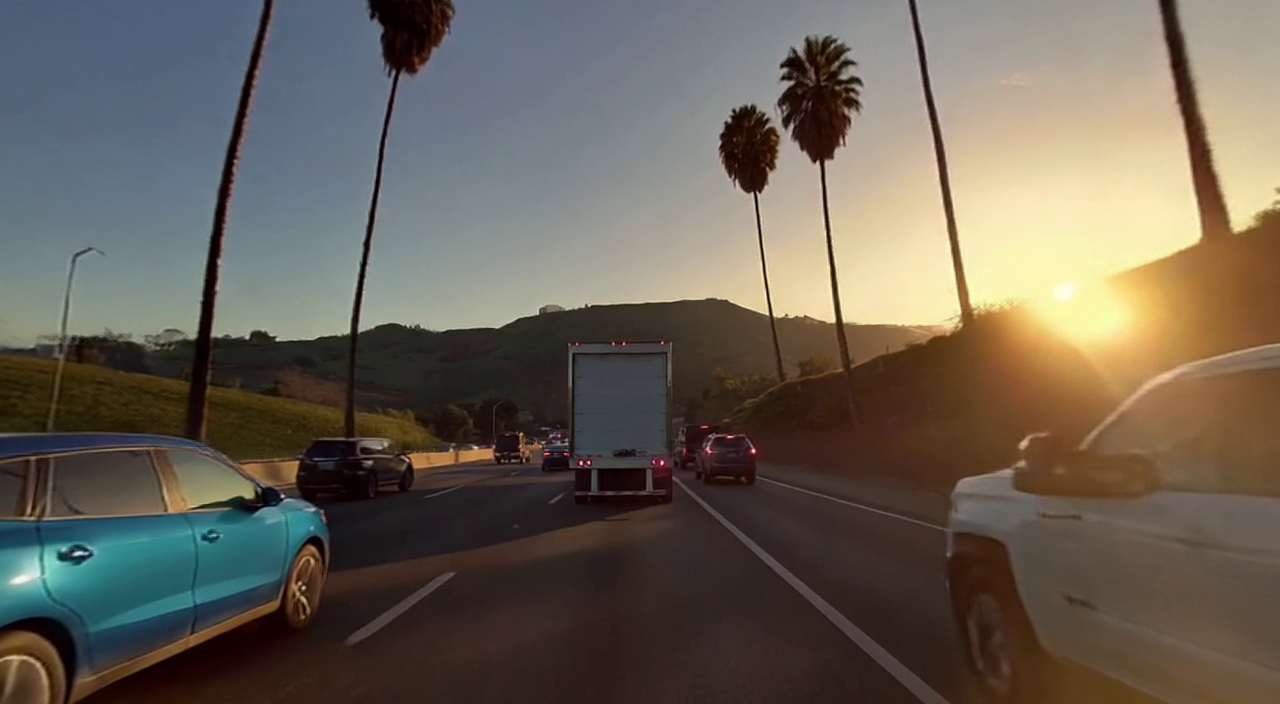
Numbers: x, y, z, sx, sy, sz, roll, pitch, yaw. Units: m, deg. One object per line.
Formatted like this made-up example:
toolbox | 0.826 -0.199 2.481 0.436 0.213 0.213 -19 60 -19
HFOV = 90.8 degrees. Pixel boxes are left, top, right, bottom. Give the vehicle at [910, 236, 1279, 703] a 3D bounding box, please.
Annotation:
vehicle | 2.633 0.517 0.802 2.098 1.827 5.538 0 -9 0

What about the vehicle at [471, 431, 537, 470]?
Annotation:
vehicle | -7.384 5.431 34.900 2.344 1.954 5.579 0 -9 1

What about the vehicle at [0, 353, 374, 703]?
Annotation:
vehicle | -3.255 1.020 3.420 1.885 1.654 4.103 0 -9 -1

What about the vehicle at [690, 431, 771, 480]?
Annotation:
vehicle | 2.870 3.415 20.988 1.859 1.416 4.695 0 -9 -2

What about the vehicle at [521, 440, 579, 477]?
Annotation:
vehicle | -3.864 4.636 27.787 1.874 1.475 4.328 0 -9 0

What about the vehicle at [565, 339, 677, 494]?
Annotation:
vehicle | -0.451 2.459 21.882 2.906 4.040 10.743 0 -9 1
